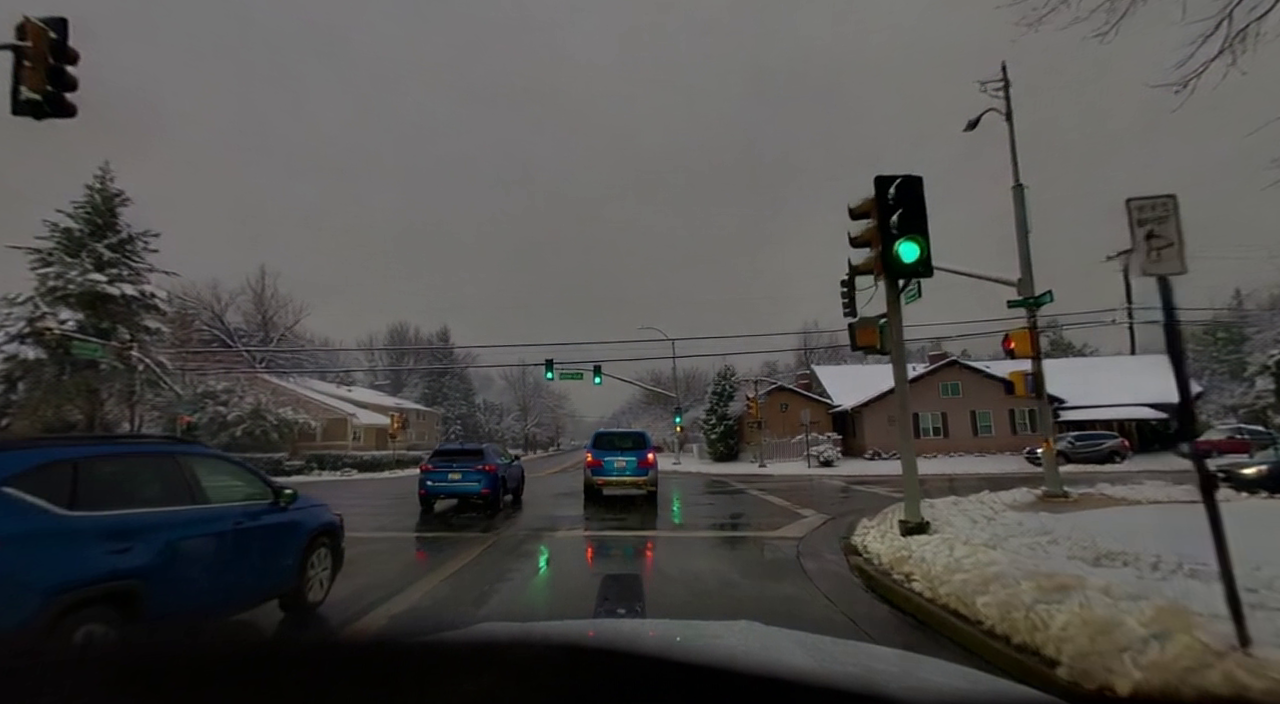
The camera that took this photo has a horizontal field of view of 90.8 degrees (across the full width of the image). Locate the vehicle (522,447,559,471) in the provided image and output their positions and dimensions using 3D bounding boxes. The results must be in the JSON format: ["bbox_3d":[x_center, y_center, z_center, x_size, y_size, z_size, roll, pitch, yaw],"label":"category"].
[{"bbox_3d":[-7.470,8.054,47.796,2.069,1.651,4.431,0,-8,0],"label":"vehicle"}]

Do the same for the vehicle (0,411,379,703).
[{"bbox_3d":[-3.484,1.152,3.581,1.977,1.488,4.741,0,-8,0],"label":"vehicle"}]

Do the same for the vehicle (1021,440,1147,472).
[{"bbox_3d":[20.699,4.878,29.648,4.353,1.431,1.876,-2,-9,13],"label":"vehicle"}]

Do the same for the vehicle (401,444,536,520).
[{"bbox_3d":[-3.696,2.860,14.517,1.934,1.459,4.368,0,-8,-1],"label":"vehicle"}]

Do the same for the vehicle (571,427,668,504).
[{"bbox_3d":[-0.548,3.156,17.994,2.396,1.881,4.606,0,-8,-1],"label":"vehicle"}]
